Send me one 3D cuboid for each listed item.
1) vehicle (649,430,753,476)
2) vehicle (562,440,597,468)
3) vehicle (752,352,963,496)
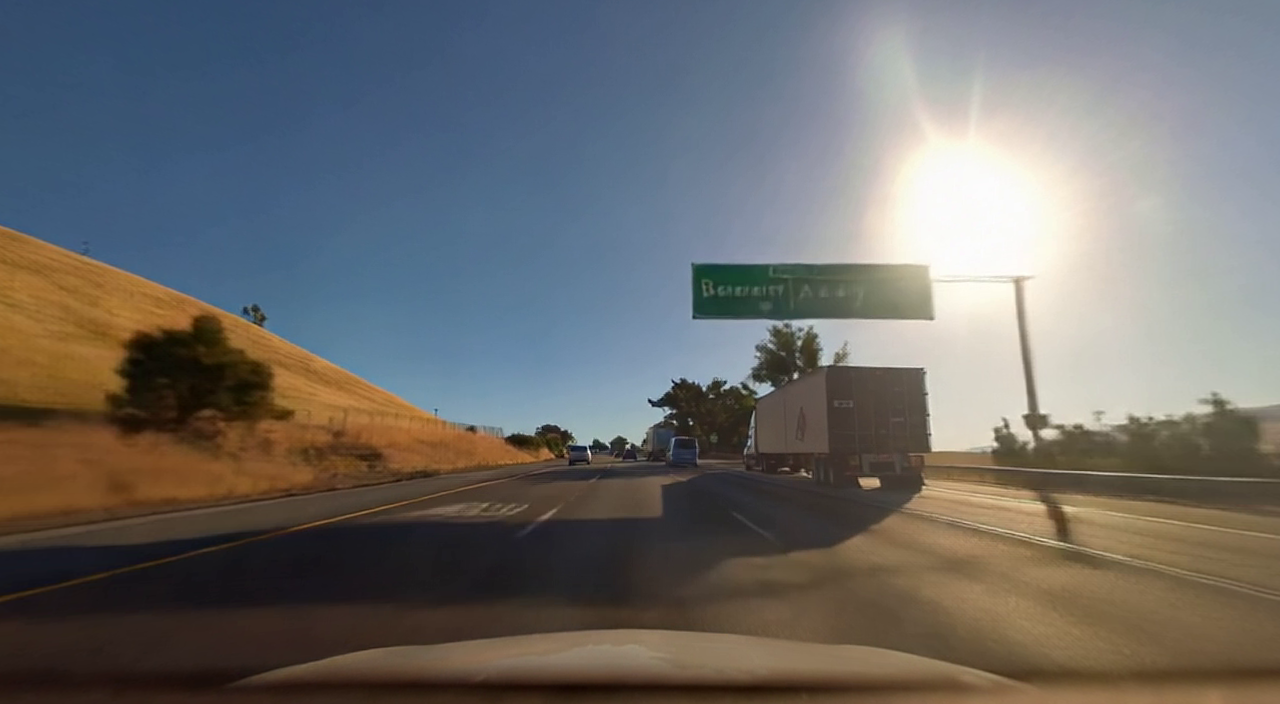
[{"bbox_3d":[3.064,5.206,32.713,5.075,2.277,2.365,0,-9,-3],"label":"vehicle"},{"bbox_3d":[-4.523,7.708,47.694,2.193,1.977,4.759,0,-9,0],"label":"vehicle"},{"bbox_3d":[7.761,3.306,26.614,2.935,4.187,16.357,0,-9,-1],"label":"vehicle"}]
